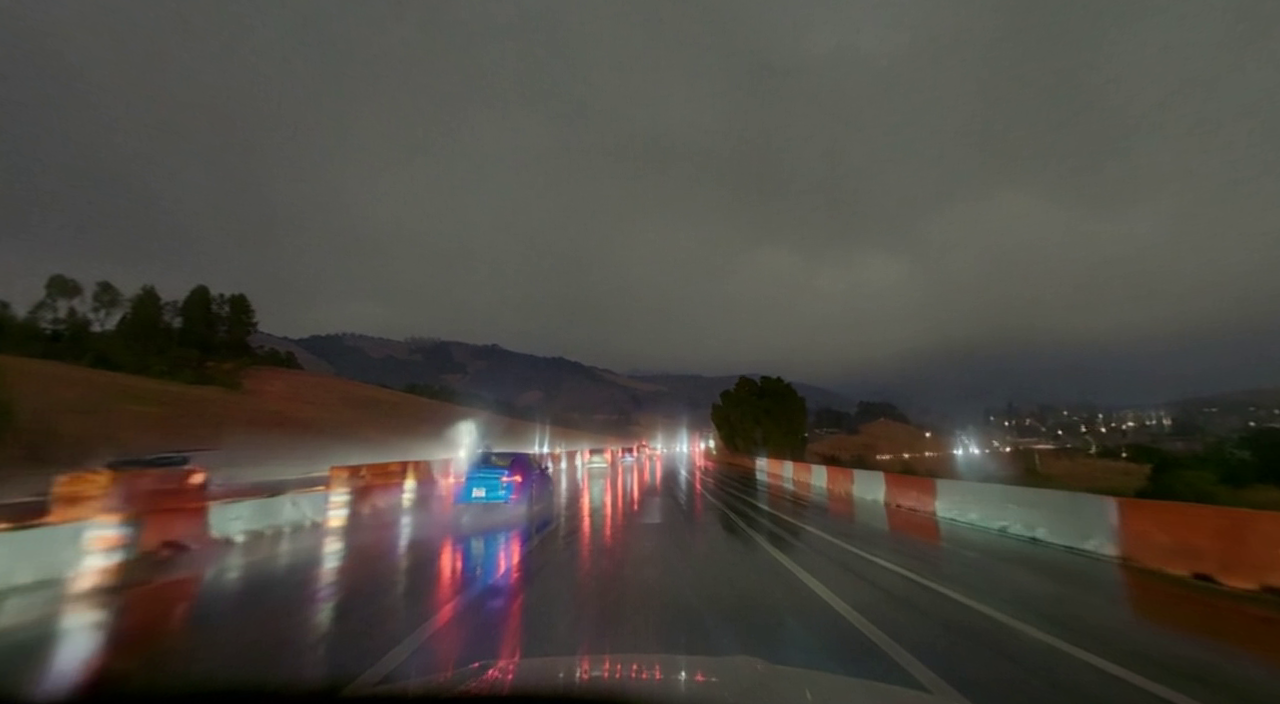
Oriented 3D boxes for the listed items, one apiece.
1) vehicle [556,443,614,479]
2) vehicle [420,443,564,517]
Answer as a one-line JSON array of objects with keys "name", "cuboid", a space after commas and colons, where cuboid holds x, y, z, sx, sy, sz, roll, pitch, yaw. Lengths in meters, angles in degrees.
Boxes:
[{"name": "vehicle", "cuboid": [-2.368, 4.855, 28.224, 2.094, 1.480, 4.124, 0, -9, 2]}, {"name": "vehicle", "cuboid": [-2.957, 2.665, 13.573, 2.061, 1.330, 3.928, 0, -9, 1]}]
